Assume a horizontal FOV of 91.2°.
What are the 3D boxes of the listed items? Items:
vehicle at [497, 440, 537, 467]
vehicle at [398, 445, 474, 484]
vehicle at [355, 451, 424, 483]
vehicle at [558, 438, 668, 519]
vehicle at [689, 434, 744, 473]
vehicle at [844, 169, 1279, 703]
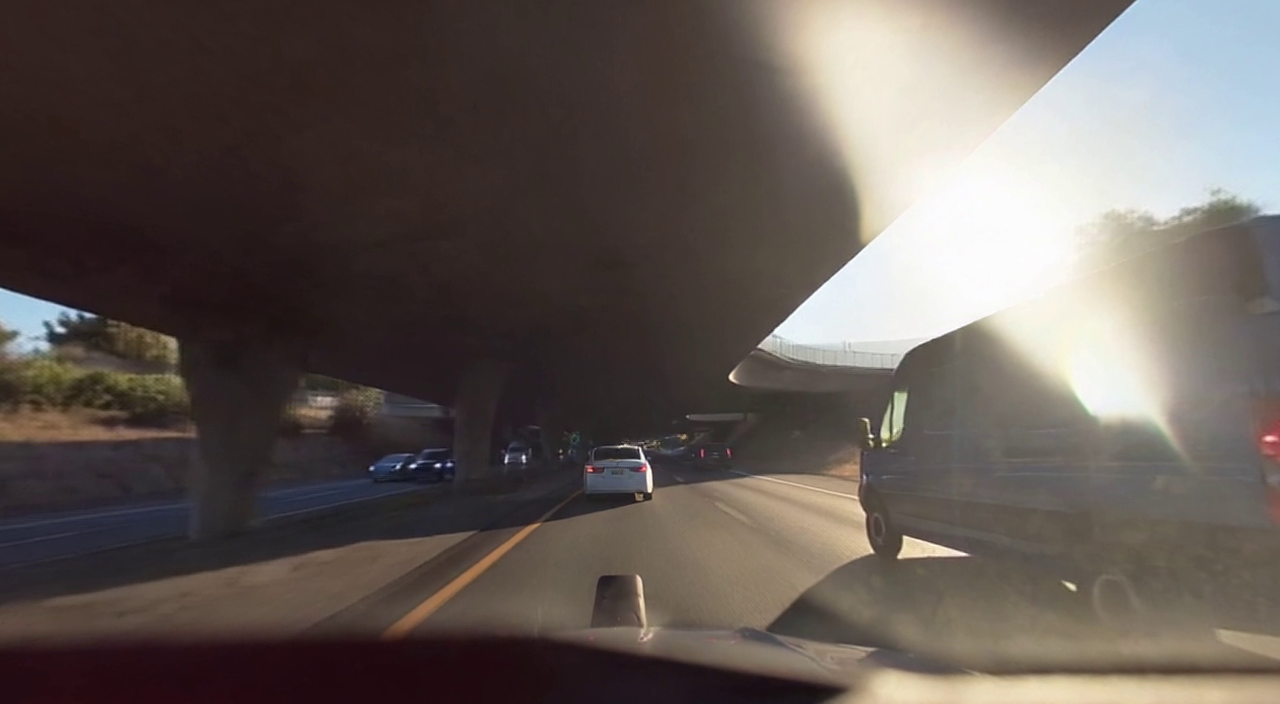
[{"bbox_3d":[-9.335,7.743,47.950,2.106,1.959,4.715,0,-9,0],"label":"vehicle"},{"bbox_3d":[-8.986,4.997,28.048,1.984,1.571,4.292,0,-9,-1],"label":"vehicle"},{"bbox_3d":[-12.747,5.861,32.167,1.853,1.507,4.226,0,-9,-1],"label":"vehicle"},{"bbox_3d":[-0.521,2.637,13.530,2.029,1.483,3.769,0,-9,0],"label":"vehicle"},{"bbox_3d":[4.102,5.575,34.425,2.261,1.952,4.784,0,-9,-1],"label":"vehicle"},{"bbox_3d":[3.798,0.799,4.733,2.399,2.421,5.829,0,-9,-1],"label":"vehicle"}]
